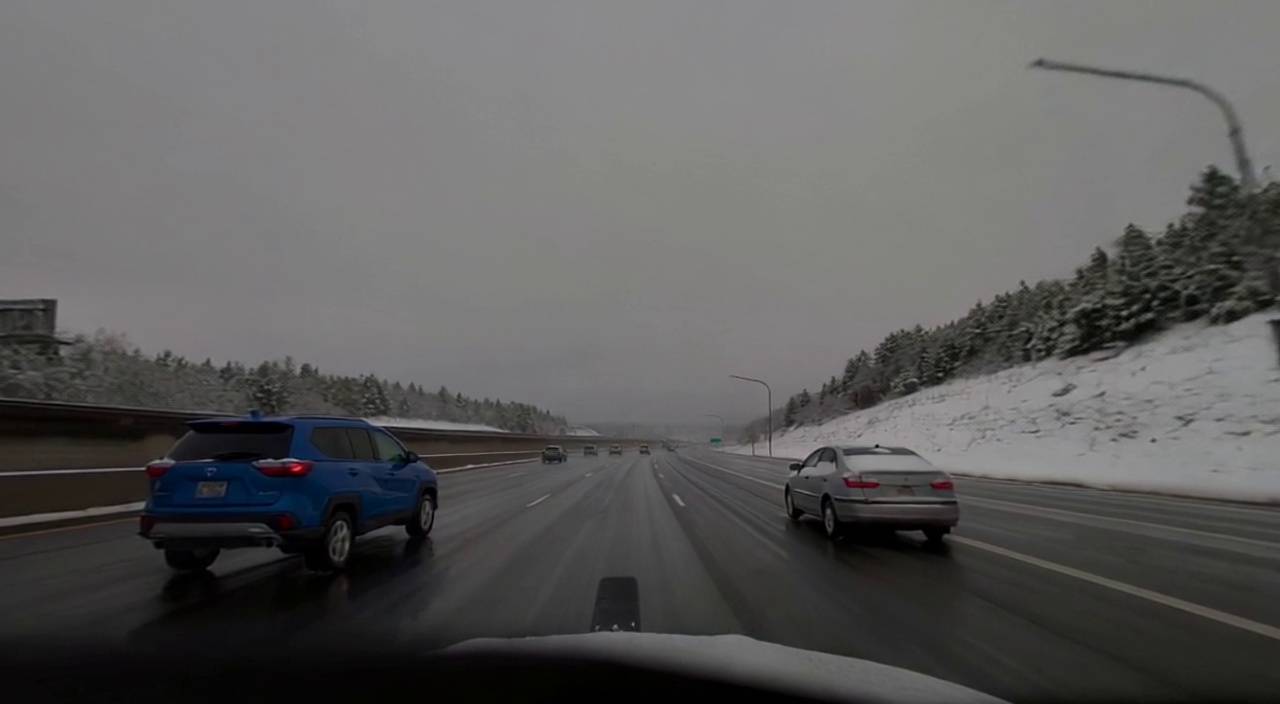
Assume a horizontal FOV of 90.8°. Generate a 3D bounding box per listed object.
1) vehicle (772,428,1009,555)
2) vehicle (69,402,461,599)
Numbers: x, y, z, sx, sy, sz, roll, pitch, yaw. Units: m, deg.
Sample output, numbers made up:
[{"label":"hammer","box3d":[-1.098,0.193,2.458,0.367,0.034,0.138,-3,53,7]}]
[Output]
[{"label":"vehicle","box3d":[3.475,2.006,9.813,1.847,1.493,4.303,0,-9,-1]},{"label":"vehicle","box3d":[-3.972,1.662,7.971,2.047,1.715,4.689,0,-9,0]}]
